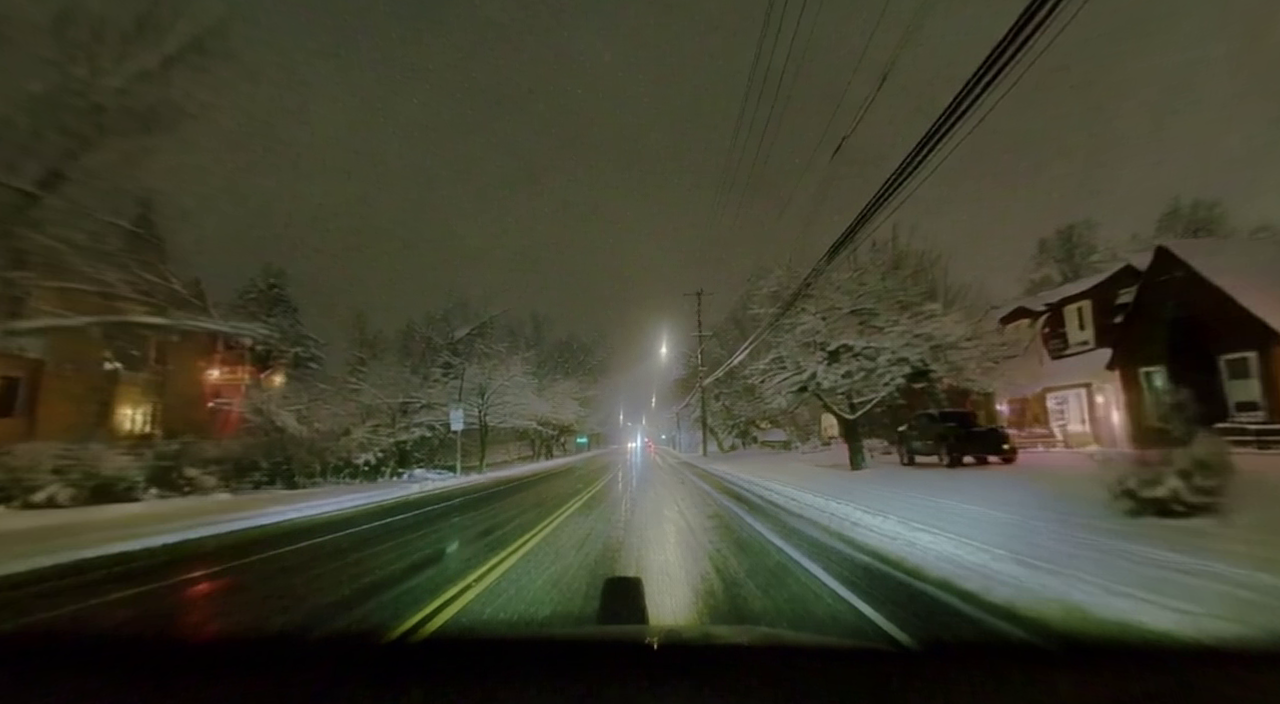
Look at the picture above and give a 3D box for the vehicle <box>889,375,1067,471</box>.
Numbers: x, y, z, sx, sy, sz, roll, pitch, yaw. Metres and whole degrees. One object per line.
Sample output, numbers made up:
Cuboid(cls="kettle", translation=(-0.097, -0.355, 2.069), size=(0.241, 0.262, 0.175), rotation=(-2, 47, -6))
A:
Cuboid(cls="vehicle", translation=(7.722, 1.771, 15.038), size=(1.878, 1.743, 4.556), rotation=(-7, -9, 4))
